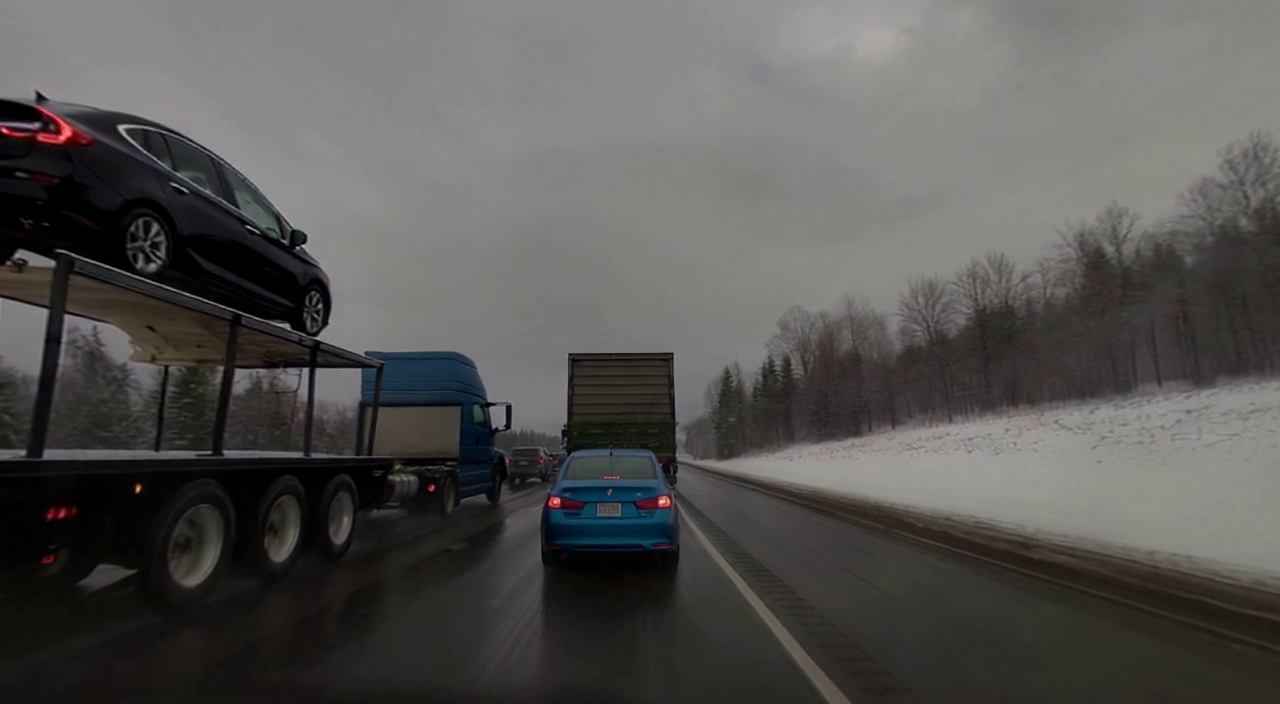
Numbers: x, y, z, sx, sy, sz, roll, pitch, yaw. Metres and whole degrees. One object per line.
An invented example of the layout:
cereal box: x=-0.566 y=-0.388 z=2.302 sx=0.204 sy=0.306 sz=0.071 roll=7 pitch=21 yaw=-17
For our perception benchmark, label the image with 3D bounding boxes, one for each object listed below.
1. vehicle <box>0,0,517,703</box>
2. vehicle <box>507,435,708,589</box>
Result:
vehicle: x=-4.610 y=0.754 z=9.217 sx=2.836 sy=4.059 sz=14.286 roll=0 pitch=-9 yaw=0
vehicle: x=-0.343 y=1.856 z=8.030 sx=1.991 sy=1.507 sz=3.391 roll=0 pitch=-9 yaw=-1
